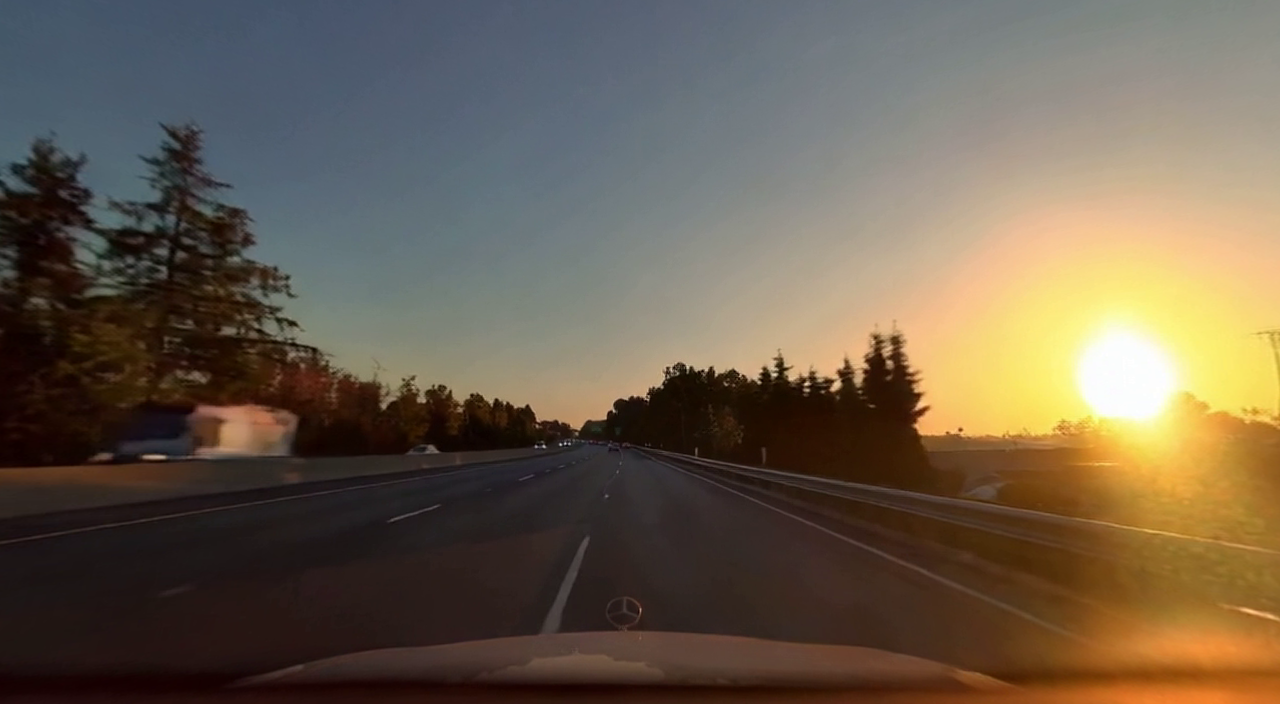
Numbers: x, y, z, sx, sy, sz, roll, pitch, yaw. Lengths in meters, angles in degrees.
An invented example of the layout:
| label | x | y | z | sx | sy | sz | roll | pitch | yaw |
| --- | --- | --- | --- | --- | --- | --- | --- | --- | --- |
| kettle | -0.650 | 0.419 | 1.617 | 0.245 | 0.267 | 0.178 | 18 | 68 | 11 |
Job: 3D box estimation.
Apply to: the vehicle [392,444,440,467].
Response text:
| label | x | y | z | sx | sy | sz | roll | pitch | yaw |
| --- | --- | --- | --- | --- | --- | --- | --- | --- | --- |
| vehicle | -15.895 | 7.388 | 45.031 | 1.912 | 1.509 | 4.292 | 0 | -9 | -1 |

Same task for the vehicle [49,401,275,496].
| label | x | y | z | sx | sy | sz | roll | pitch | yaw |
| --- | --- | --- | --- | --- | --- | --- | --- | --- | --- |
| vehicle | -15.206 | 3.173 | 20.861 | 2.435 | 2.624 | 6.451 | 0 | -9 | -1 |
